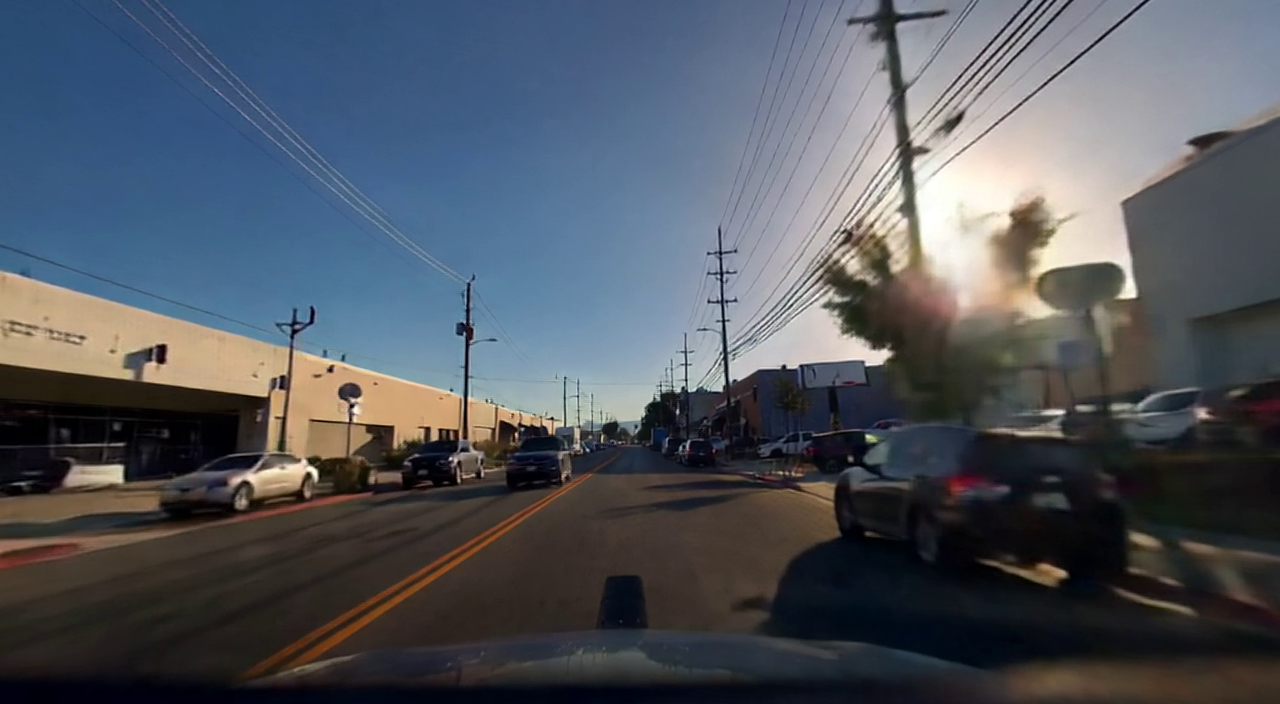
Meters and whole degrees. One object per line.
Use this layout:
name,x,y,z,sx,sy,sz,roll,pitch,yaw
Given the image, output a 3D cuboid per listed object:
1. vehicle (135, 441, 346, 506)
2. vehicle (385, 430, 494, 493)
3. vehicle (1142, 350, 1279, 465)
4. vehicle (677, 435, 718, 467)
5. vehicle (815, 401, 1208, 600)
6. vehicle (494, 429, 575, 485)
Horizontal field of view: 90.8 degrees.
vehicle,-11.536,3.516,18.765,4.936,1.703,1.959,3,-9,-23
vehicle,-8.044,4.419,26.164,2.530,2.110,6.445,-3,-8,-1
vehicle,24.953,2.001,22.713,11.030,3.852,2.886,-1,-9,0
vehicle,3.753,6.640,42.541,2.333,1.967,6.008,0,-8,1
vehicle,3.913,1.643,7.911,2.092,1.730,4.595,0,-8,0
vehicle,-3.839,3.937,23.912,2.229,1.889,4.816,0,-8,0
